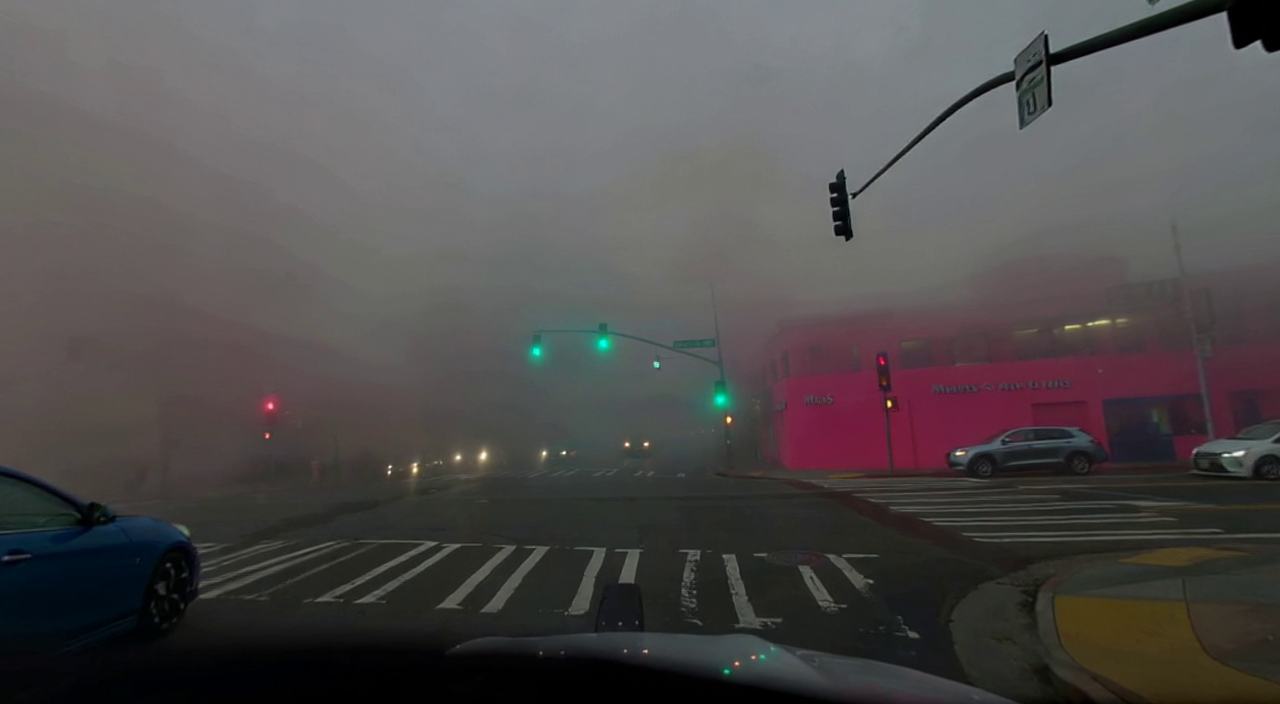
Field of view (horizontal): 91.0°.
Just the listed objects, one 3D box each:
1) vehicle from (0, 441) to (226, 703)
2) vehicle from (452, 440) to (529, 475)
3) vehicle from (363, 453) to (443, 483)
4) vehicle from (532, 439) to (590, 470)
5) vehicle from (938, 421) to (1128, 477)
[{"bbox_3d":[-3.744,0.967,2.142,1.759,1.325,4.295,0,-9,0],"label":"vehicle"},{"bbox_3d":[-8.405,5.973,36.045,2.152,1.825,5.406,-2,-9,12],"label":"vehicle"},{"bbox_3d":[-12.616,6.167,33.855,1.976,1.425,4.567,-1,-9,9],"label":"vehicle"},{"bbox_3d":[-4.524,5.977,36.870,1.928,1.647,4.575,-2,-9,13],"label":"vehicle"},{"bbox_3d":[11.552,2.891,18.802,4.355,1.546,1.820,-1,-9,6],"label":"vehicle"}]
